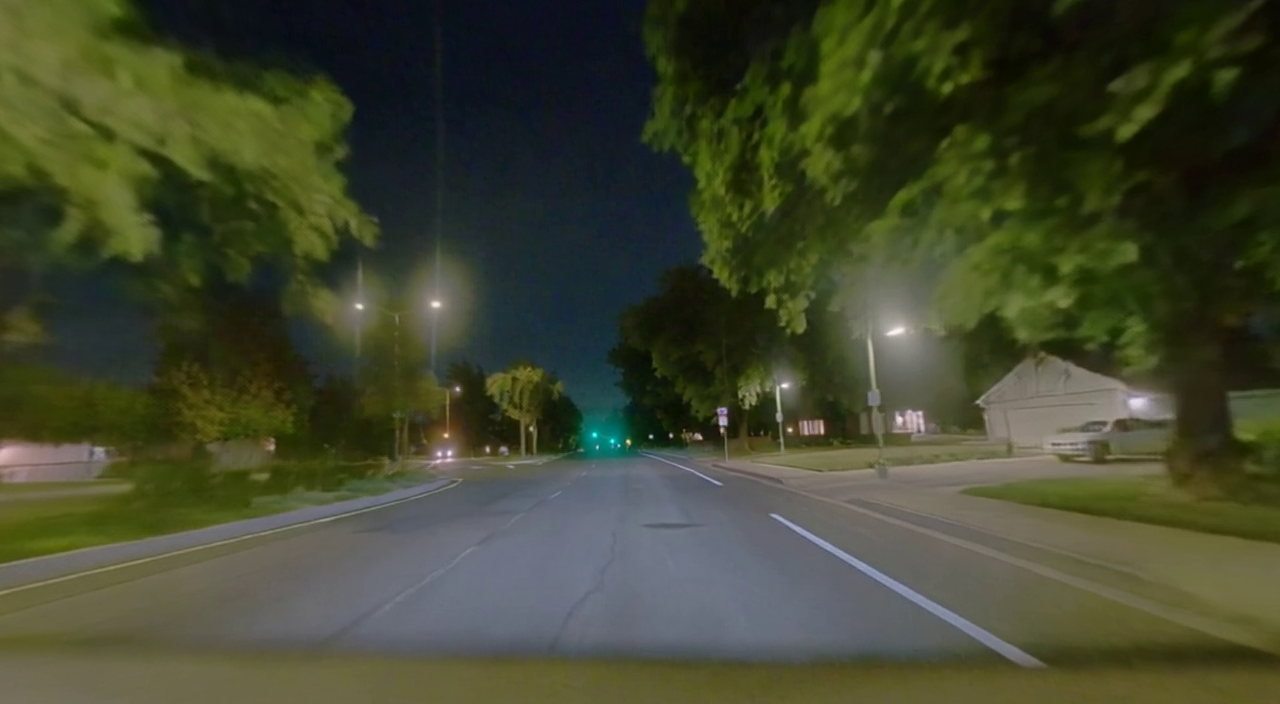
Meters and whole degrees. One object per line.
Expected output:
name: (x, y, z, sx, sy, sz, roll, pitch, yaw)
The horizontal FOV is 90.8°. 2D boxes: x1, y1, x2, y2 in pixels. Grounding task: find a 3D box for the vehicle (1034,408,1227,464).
vehicle: (14.856, 2.600, 19.334, 4.198, 1.561, 1.937, -1, -10, 1)
